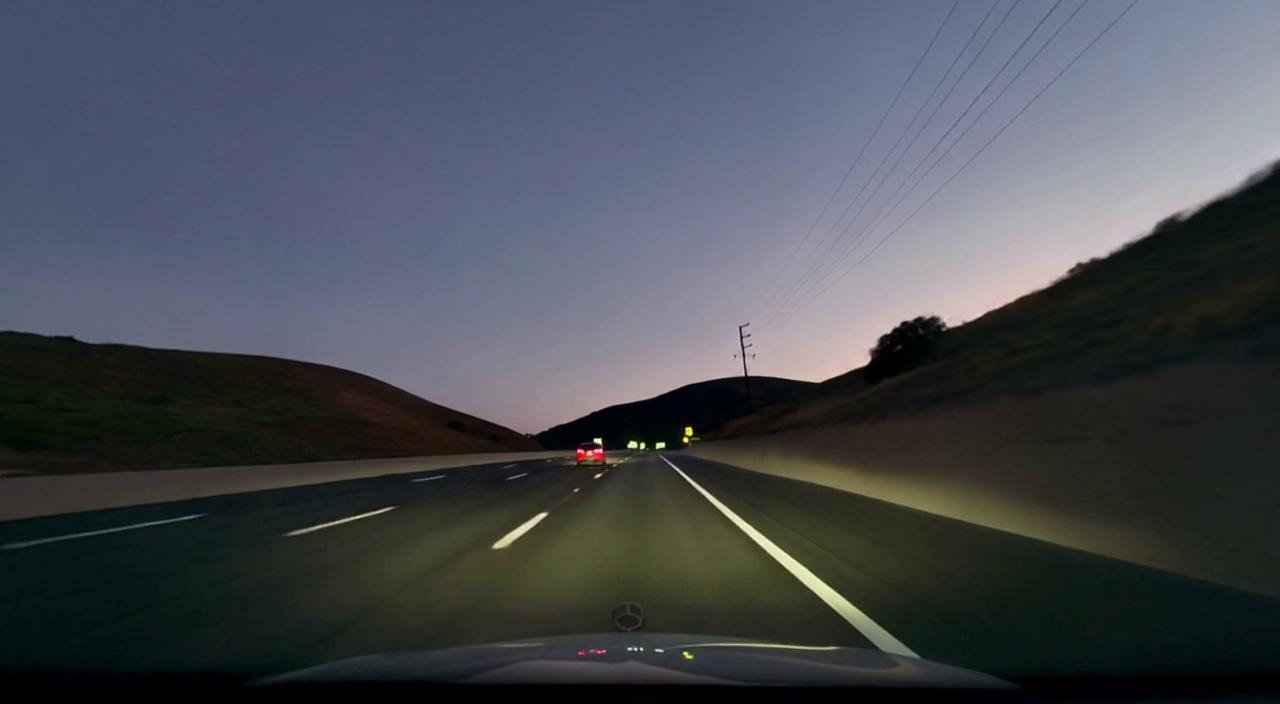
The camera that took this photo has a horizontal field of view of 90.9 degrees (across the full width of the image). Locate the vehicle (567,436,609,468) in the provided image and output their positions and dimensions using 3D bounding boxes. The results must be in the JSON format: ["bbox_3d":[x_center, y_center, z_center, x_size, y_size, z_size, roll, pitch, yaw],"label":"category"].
[{"bbox_3d":[-3.136,6.174,39.007,2.136,1.845,4.515,0,-8,1],"label":"vehicle"}]
